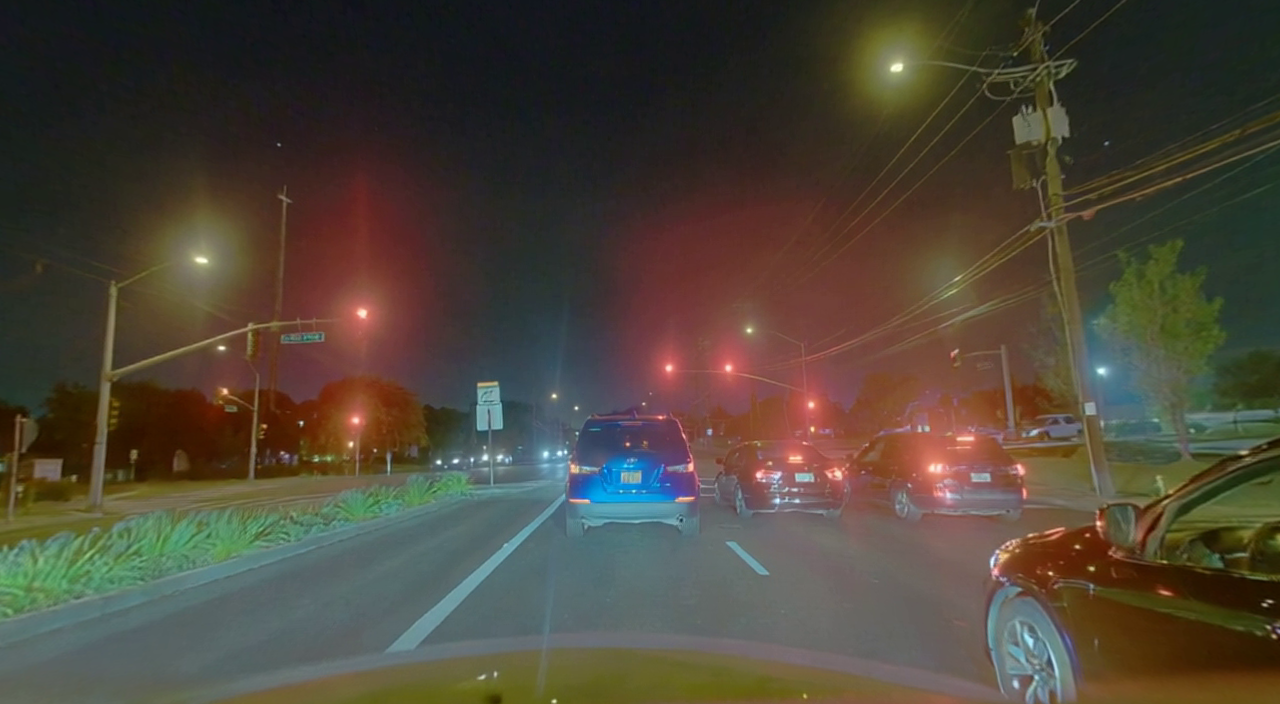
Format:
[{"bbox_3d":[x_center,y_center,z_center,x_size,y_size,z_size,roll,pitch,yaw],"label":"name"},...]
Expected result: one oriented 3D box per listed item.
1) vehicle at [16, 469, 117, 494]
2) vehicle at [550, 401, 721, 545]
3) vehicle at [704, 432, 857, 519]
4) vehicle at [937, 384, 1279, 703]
[{"bbox_3d":[-38.342,8.675,42.331,4.569,1.505,1.992,1,-9,-5],"label":"vehicle"},{"bbox_3d":[-0.125,1.943,10.769,2.236,1.856,4.816,0,-8,-2],"label":"vehicle"},{"bbox_3d":[2.657,2.463,13.155,2.025,1.477,4.333,0,-8,-2],"label":"vehicle"},{"bbox_3d":[2.727,0.778,1.414,2.004,1.460,4.297,0,-8,0],"label":"vehicle"}]
